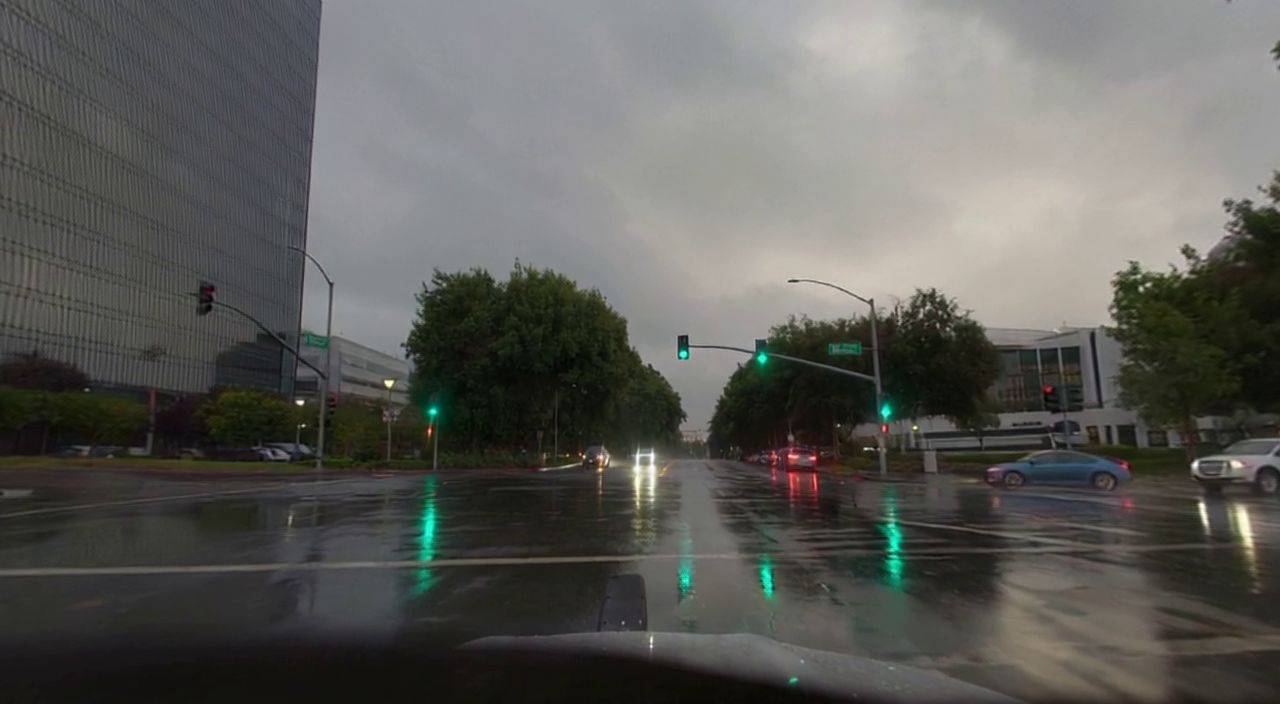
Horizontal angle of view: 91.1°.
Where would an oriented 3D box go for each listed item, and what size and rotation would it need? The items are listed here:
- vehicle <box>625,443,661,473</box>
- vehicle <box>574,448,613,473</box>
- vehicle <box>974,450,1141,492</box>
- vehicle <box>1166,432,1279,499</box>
[{"bbox_3d":[0.233,6.362,37.877,2.018,1.699,4.751,0,-9,1],"label":"vehicle"},{"bbox_3d":[-2.930,6.961,40.579,2.068,1.486,4.664,0,-9,2],"label":"vehicle"},{"bbox_3d":[15.923,4.541,24.229,4.896,1.503,1.971,-2,-9,9],"label":"vehicle"},{"bbox_3d":[20.473,3.488,19.551,5.832,1.949,2.444,0,-9,1],"label":"vehicle"}]
